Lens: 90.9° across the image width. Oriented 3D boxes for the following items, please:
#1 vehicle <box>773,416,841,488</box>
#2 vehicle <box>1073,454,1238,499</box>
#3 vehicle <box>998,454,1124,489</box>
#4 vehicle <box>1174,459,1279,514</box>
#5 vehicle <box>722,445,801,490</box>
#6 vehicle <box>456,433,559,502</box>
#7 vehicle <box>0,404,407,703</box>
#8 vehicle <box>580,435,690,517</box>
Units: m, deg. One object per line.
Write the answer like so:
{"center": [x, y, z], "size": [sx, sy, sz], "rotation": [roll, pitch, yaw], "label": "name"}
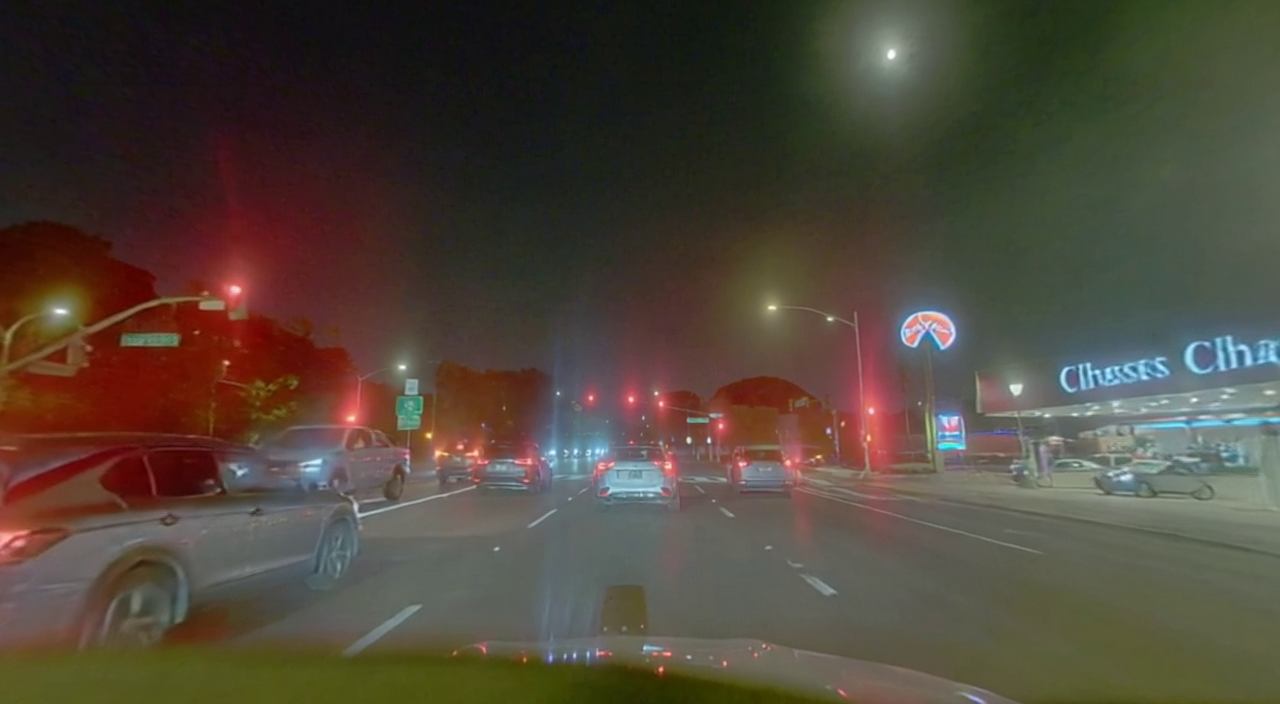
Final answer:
{"center": [8.236, 4.947, 31.293], "size": [2.613, 3.281, 2.673], "rotation": [2, -8, 0], "label": "vehicle"}
{"center": [19.399, 4.686, 23.888], "size": [4.379, 1.558, 2.033], "rotation": [0, -9, 2], "label": "vehicle"}
{"center": [19.294, 5.478, 29.067], "size": [4.367, 1.475, 1.815], "rotation": [-1, -9, 7], "label": "vehicle"}
{"center": [18.818, 3.850, 18.213], "size": [4.795, 1.457, 1.986], "rotation": [-1, -9, 4], "label": "vehicle"}
{"center": [4.319, 4.178, 23.152], "size": [1.979, 1.485, 4.207], "rotation": [0, -8, -1], "label": "vehicle"}
{"center": [-3.544, 3.160, 17.648], "size": [1.983, 1.685, 3.997], "rotation": [0, -8, 1], "label": "vehicle"}
{"center": [-3.673, 1.284, 4.743], "size": [1.992, 1.493, 4.688], "rotation": [0, -8, 1], "label": "vehicle"}
{"center": [-0.078, 2.694, 14.202], "size": [2.121, 1.563, 4.031], "rotation": [0, -8, 0], "label": "vehicle"}
